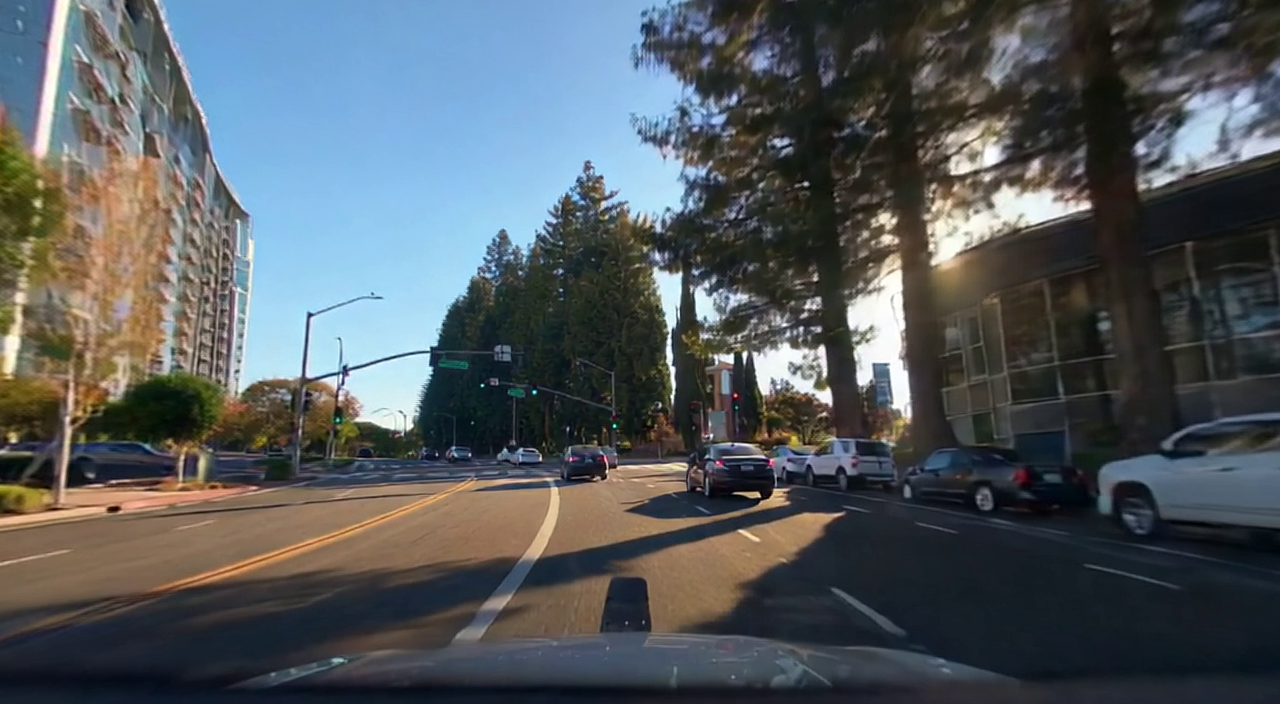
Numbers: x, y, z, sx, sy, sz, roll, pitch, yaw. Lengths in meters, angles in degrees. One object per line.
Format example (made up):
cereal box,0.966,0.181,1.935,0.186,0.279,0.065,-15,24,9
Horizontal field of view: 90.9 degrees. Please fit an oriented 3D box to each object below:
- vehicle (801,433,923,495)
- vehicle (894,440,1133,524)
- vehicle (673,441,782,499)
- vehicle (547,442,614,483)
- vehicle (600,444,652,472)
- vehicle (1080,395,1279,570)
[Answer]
vehicle,6.595,3.366,19.272,1.825,1.646,4.070,1,-9,-7
vehicle,7.470,2.609,13.311,1.903,1.432,4.514,1,-9,-7
vehicle,2.369,3.358,18.386,1.984,1.476,4.488,1,-9,-8
vehicle,-2.607,4.594,26.573,2.308,1.535,4.811,2,-9,-11
vehicle,-0.896,6.029,36.097,1.957,1.463,4.701,2,-9,-14
vehicle,7.845,1.440,7.054,2.197,1.832,4.762,0,-9,-3
